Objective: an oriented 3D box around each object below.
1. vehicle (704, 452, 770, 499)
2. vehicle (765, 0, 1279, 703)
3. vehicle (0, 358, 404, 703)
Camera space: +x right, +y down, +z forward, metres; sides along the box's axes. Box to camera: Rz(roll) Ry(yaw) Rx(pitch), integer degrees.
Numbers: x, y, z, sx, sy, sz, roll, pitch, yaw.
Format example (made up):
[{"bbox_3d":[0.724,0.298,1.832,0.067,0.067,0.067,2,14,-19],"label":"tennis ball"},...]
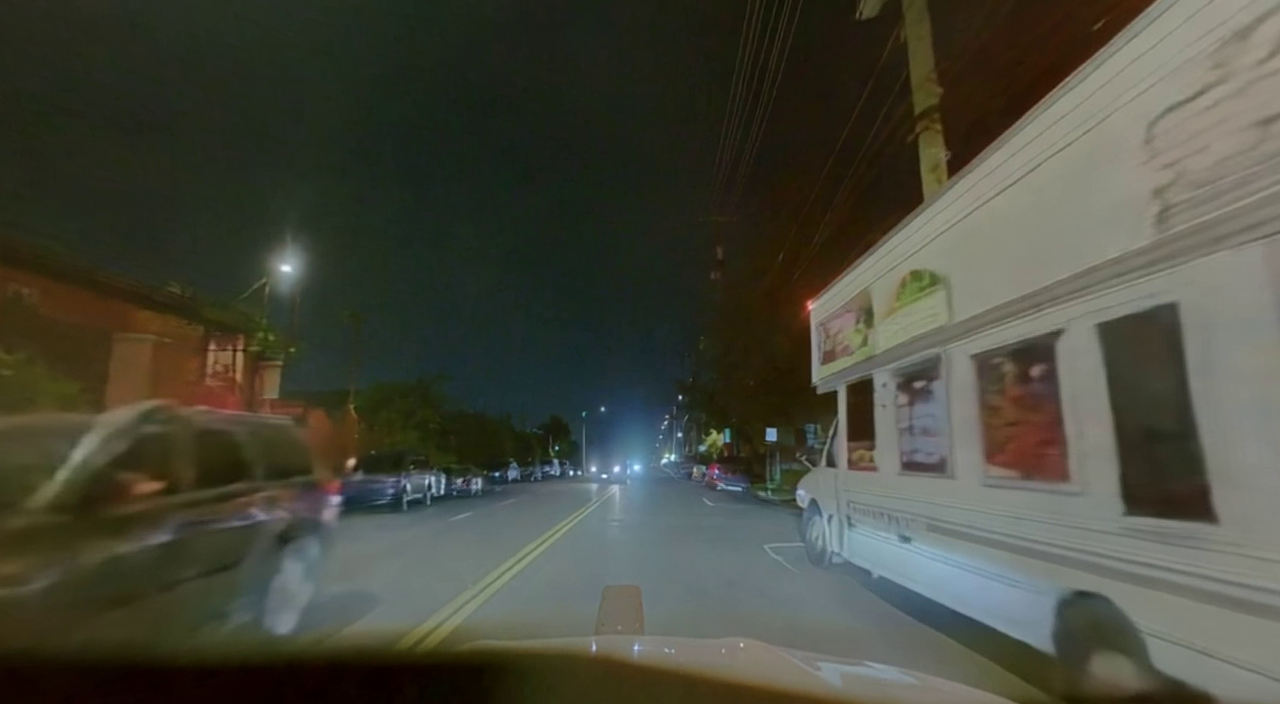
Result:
[{"bbox_3d":[3.746,4.855,25.258,1.936,1.641,4.434,0,-8,0],"label":"vehicle"},{"bbox_3d":[3.205,0.464,4.375,2.886,3.321,7.809,0,-8,-1],"label":"vehicle"},{"bbox_3d":[-3.250,1.124,3.846,1.952,1.708,4.096,-1,-8,1],"label":"vehicle"}]
